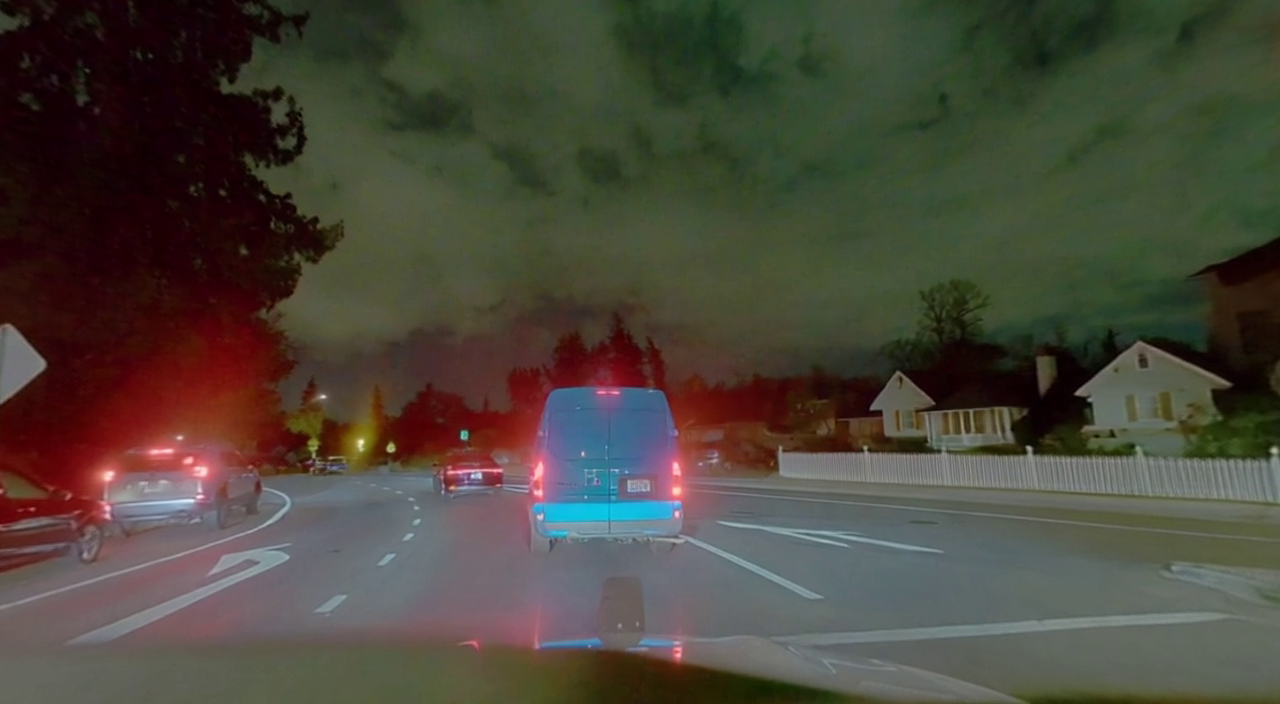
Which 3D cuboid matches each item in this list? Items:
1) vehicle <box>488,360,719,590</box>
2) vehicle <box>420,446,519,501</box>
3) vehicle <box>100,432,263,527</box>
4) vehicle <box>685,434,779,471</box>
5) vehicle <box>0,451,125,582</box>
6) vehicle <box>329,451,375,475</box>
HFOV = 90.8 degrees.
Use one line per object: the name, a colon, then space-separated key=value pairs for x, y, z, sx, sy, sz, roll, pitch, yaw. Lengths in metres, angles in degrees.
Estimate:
vehicle: x=-0.866 y=1.518 z=8.517 sx=2.213 sy=2.124 sz=4.809 roll=2 pitch=-9 yaw=-14
vehicle: x=-5.279 y=3.579 z=19.159 sx=2.008 sy=1.445 sz=4.386 roll=4 pitch=-10 yaw=-27
vehicle: x=-10.953 y=2.987 z=15.623 sx=2.228 sy=1.871 sz=5.492 roll=4 pitch=-10 yaw=-26
vehicle: x=4.709 y=5.099 z=32.132 sx=4.559 sy=1.754 sz=1.985 roll=6 pitch=-10 yaw=-35
vehicle: x=-8.200 y=1.851 z=7.001 sx=1.952 sy=1.461 sz=4.377 roll=2 pitch=-9 yaw=-12
vehicle: x=-19.084 y=7.276 z=41.713 sx=1.911 sy=1.493 sz=4.291 roll=6 pitch=-10 yaw=-35
